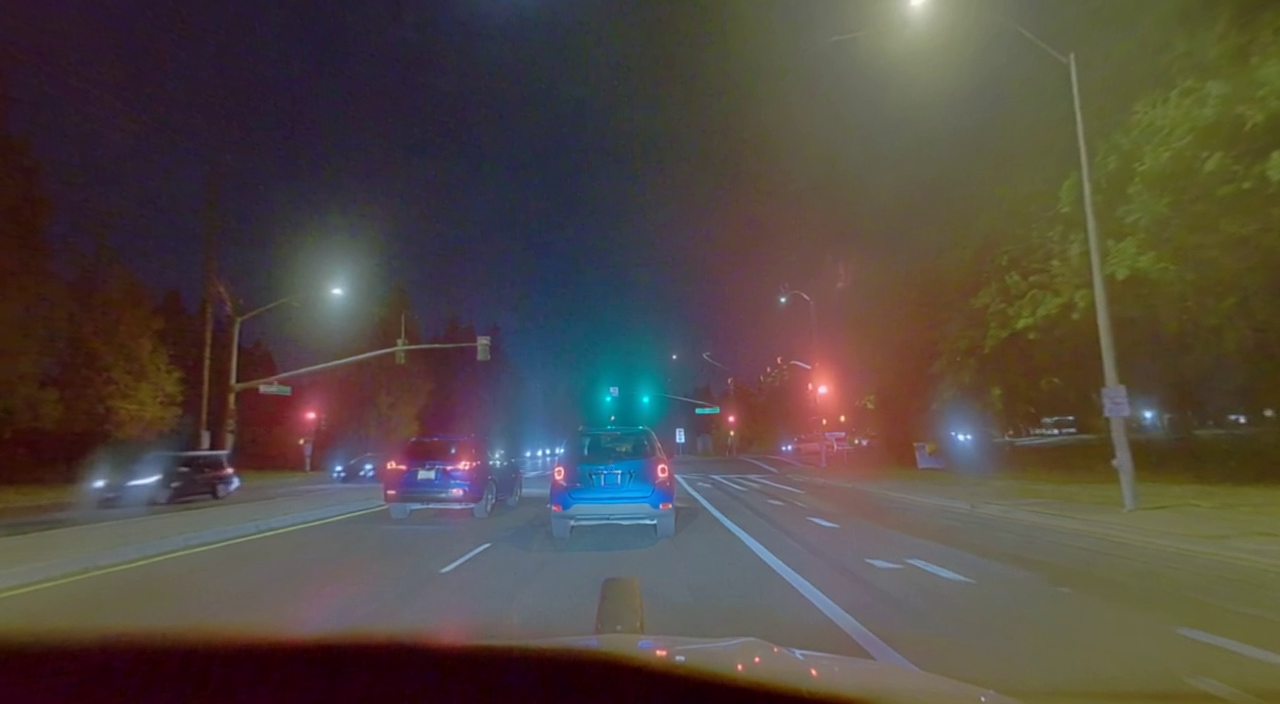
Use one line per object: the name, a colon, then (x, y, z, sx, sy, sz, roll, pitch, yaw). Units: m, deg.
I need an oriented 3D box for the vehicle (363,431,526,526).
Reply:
vehicle: (-3.905, 2.597, 13.556, 2.009, 1.673, 4.454, 0, -9, 1)

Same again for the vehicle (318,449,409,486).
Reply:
vehicle: (-12.234, 5.098, 28.313, 1.935, 1.488, 4.611, 0, -9, 1)

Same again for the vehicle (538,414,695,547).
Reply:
vehicle: (-0.308, 2.124, 11.166, 2.131, 1.793, 5.016, 0, -9, 0)

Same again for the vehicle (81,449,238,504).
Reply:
vehicle: (-16.182, 4.207, 21.641, 2.003, 1.653, 4.388, 0, -10, -2)
